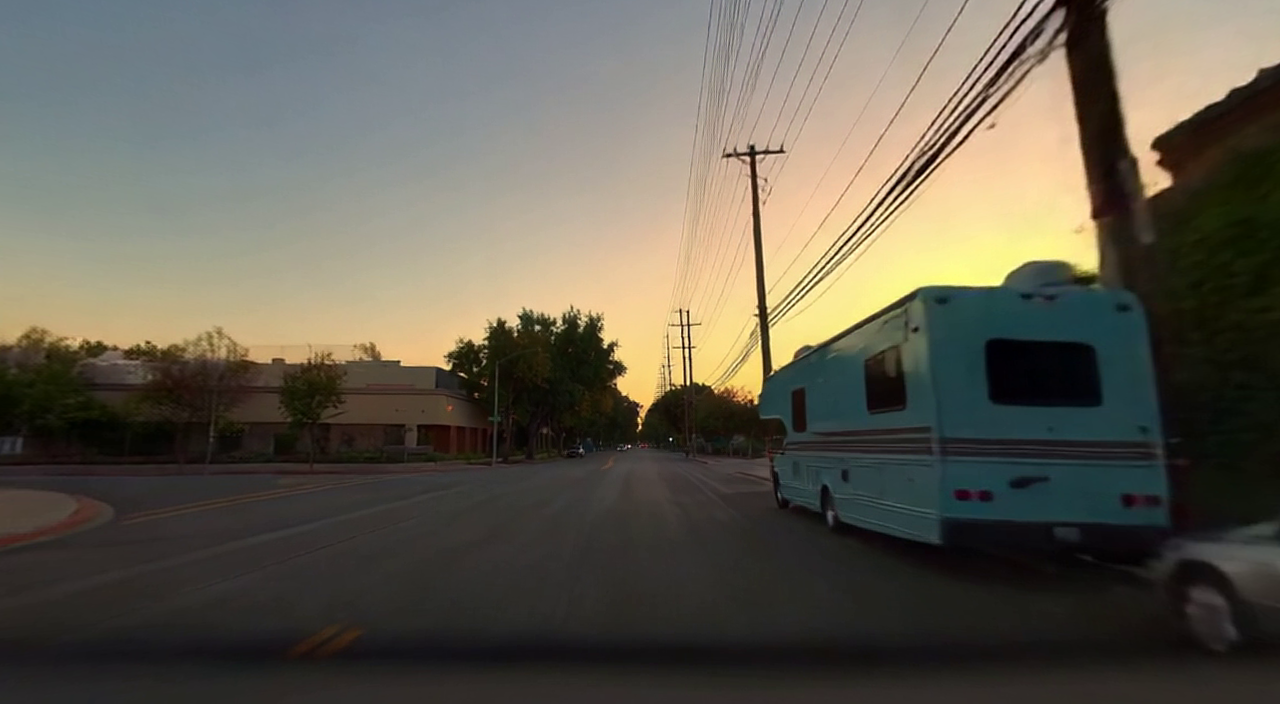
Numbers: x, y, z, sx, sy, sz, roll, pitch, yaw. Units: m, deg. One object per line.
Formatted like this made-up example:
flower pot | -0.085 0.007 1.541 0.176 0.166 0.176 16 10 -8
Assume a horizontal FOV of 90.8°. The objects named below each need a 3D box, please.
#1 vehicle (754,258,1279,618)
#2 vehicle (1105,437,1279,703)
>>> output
vehicle | 4.254 1.378 10.105 3.110 3.241 8.788 0 -9 -1
vehicle | 4.432 1.109 2.770 1.852 1.497 3.672 -2 -9 -2
